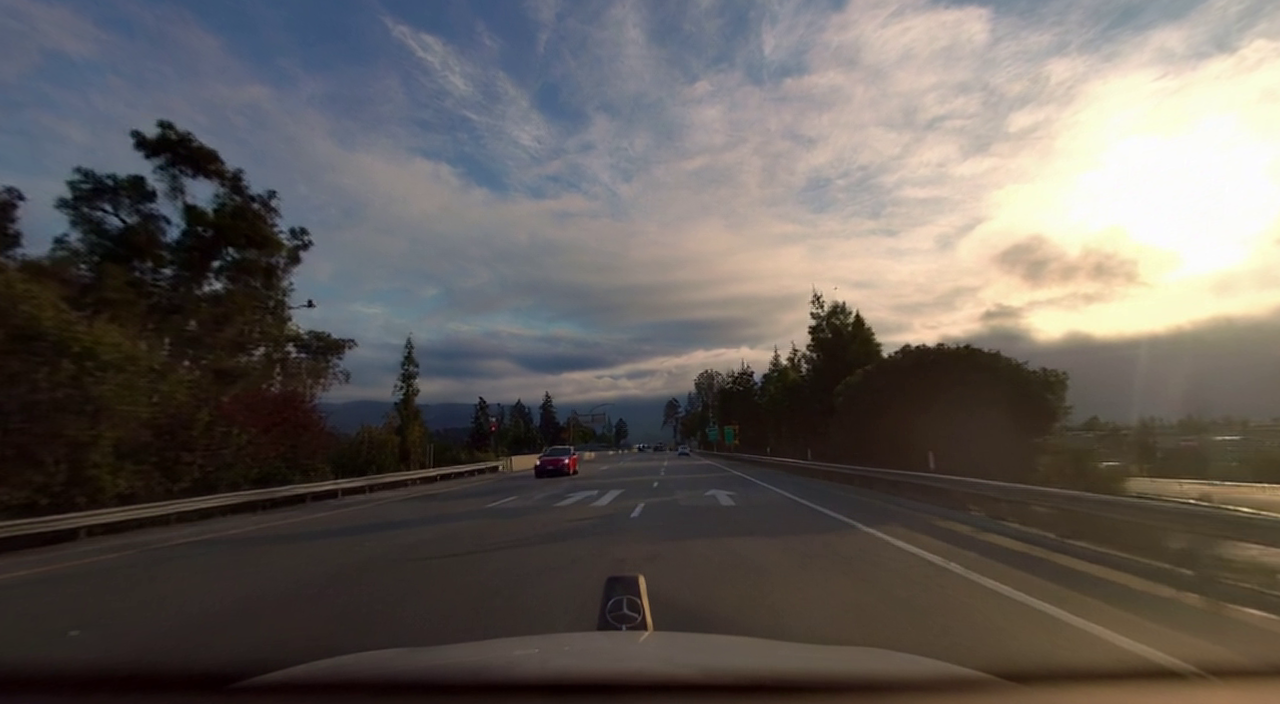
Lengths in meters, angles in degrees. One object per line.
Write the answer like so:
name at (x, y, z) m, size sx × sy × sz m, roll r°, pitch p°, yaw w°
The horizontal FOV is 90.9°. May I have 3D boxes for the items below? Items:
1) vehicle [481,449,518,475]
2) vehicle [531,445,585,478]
vehicle at (-9.933, 7.720, 44.299) m, size 2.077 × 1.707 × 4.282 m, roll 3°, pitch -9°, yaw -17°
vehicle at (-4.398, 5.957, 34.550) m, size 2.095 × 1.678 × 4.421 m, roll -1°, pitch -9°, yaw 4°
